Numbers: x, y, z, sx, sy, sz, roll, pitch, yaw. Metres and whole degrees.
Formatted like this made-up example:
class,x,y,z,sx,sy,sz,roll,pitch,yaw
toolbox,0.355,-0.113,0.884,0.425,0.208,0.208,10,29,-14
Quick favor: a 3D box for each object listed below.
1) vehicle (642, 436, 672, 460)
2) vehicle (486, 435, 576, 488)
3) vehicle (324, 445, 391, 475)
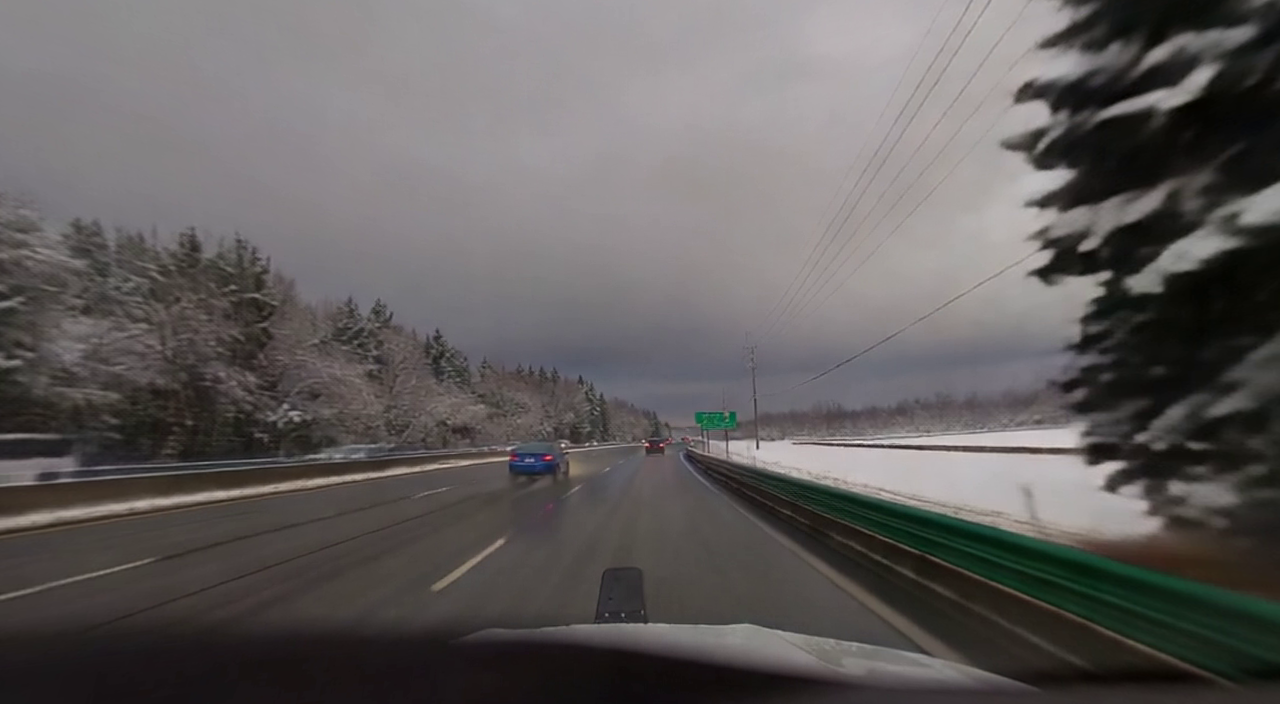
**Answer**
class,x,y,z,sx,sy,sz,roll,pitch,yaw
vehicle,1.331,7.367,48.592,2.176,1.725,4.182,0,-8,2
vehicle,-3.412,3.514,20.656,2.021,1.515,4.453,0,-8,2
vehicle,-15.474,5.910,34.709,1.698,1.451,4.135,0,-8,1
